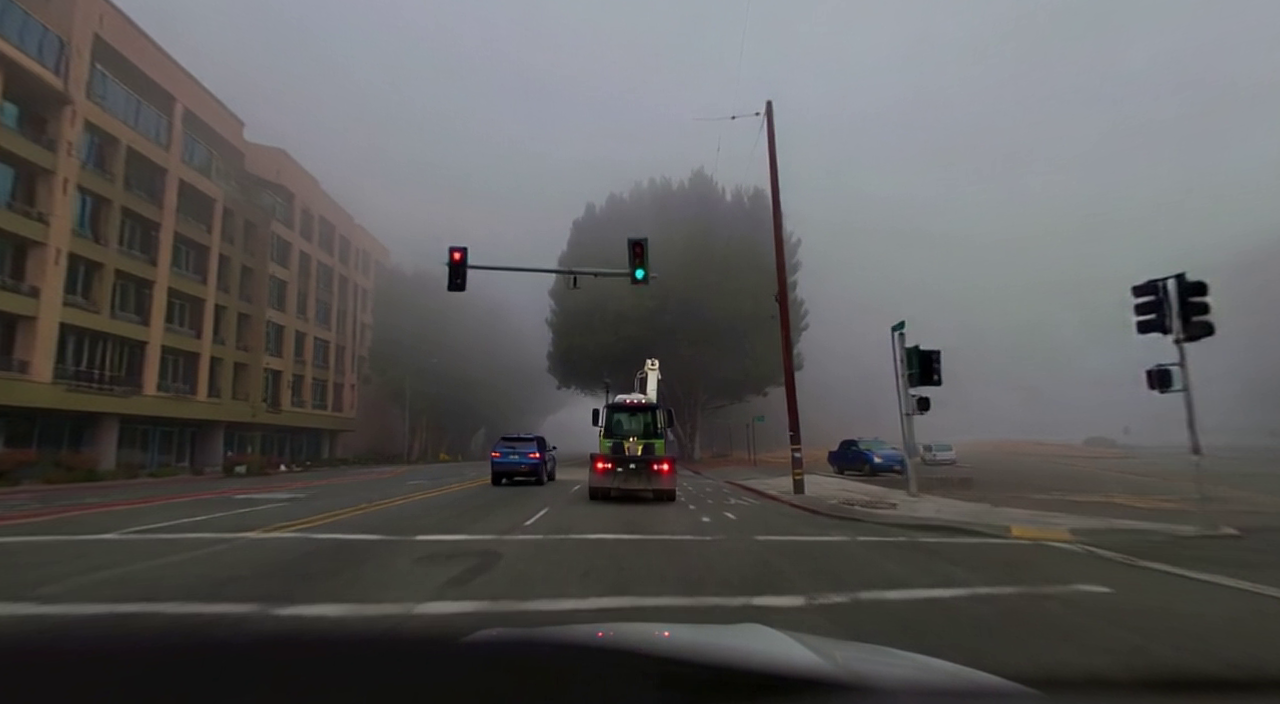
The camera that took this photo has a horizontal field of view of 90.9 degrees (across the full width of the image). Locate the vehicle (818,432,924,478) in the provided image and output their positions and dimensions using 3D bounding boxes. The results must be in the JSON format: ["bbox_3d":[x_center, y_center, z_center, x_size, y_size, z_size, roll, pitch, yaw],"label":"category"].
[{"bbox_3d":[9.910,4.467,27.572,2.186,1.783,4.716,2,-9,-11],"label":"vehicle"}]

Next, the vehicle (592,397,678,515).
[{"bbox_3d":[-0.306,3.905,24.359,2.552,3.461,11.044,1,-8,-2],"label":"vehicle"}]

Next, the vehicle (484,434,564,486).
[{"bbox_3d":[-4.024,3.827,22.621,2.081,1.688,4.235,0,-9,0],"label":"vehicle"}]
